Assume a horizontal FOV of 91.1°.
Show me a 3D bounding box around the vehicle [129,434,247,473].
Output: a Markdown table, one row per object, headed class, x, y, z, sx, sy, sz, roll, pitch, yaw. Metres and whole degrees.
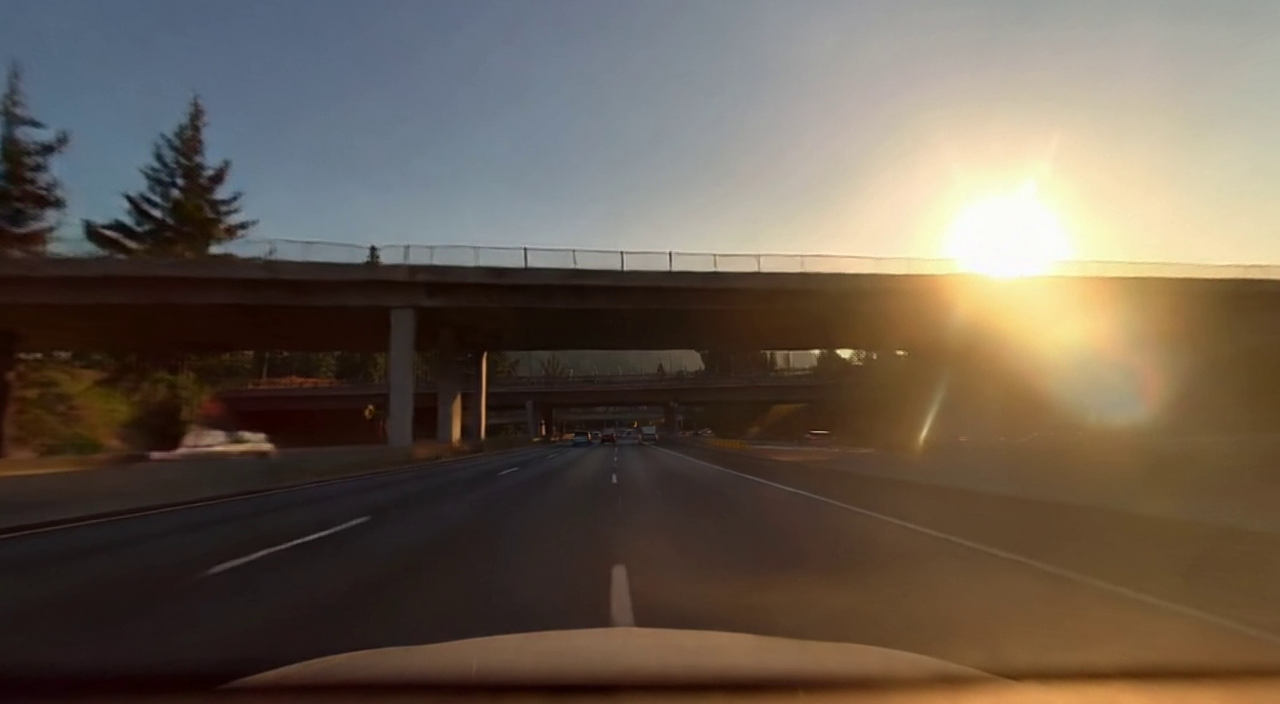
| class | x | y | z | sx | sy | sz | roll | pitch | yaw |
| --- | --- | --- | --- | --- | --- | --- | --- | --- | --- |
| vehicle | -19.844 | 4.442 | 27.886 | 2.088 | 1.608 | 4.352 | 1 | -8 | -3 |
